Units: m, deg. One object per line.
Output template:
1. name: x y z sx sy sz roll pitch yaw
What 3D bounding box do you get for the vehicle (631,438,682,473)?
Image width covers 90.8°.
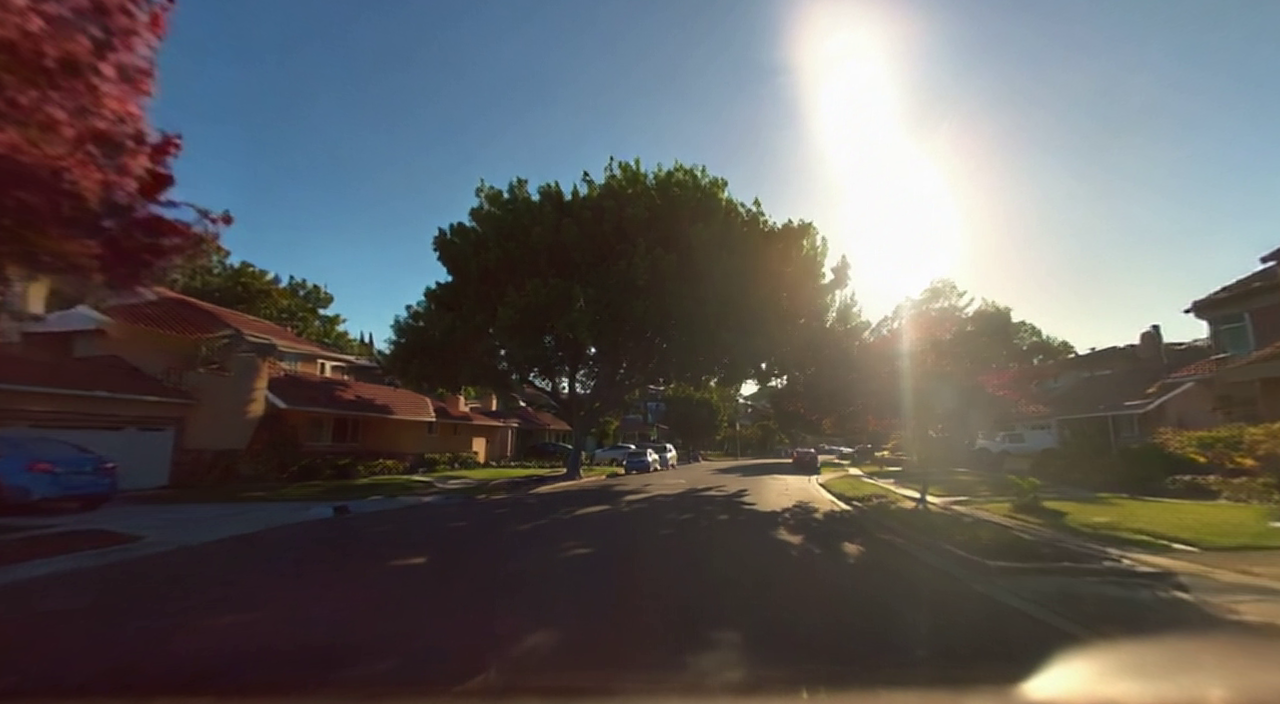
1. vehicle: 1.067 6.035 37.216 2.215 1.859 4.765 -2 -8 11

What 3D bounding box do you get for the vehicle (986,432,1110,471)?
1. vehicle: 18.688 4.546 29.091 4.384 1.688 1.956 1 -8 -4

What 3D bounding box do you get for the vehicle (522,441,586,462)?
1. vehicle: -6.094 7.013 44.546 4.376 1.458 2.046 1 -8 -10
